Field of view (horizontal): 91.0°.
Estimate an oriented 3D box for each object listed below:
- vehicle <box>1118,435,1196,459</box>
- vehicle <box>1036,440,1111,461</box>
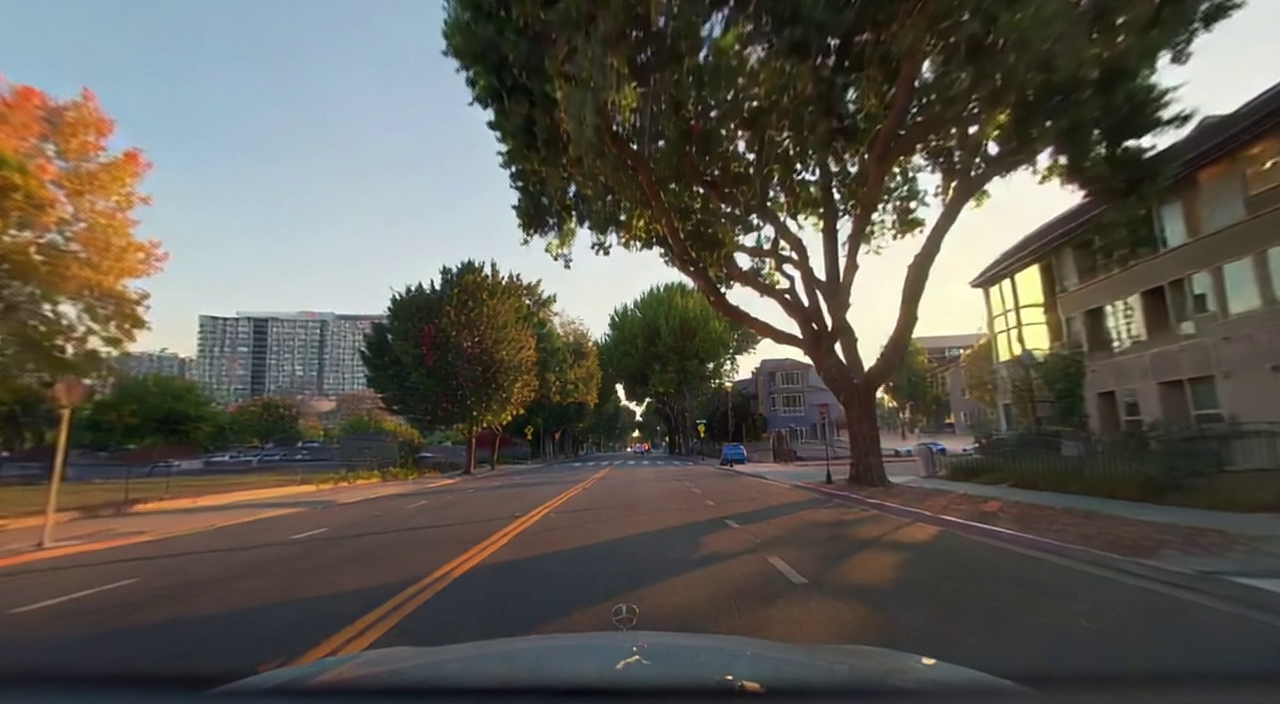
[{"bbox_3d":[39.440,7.250,48.088,4.244,1.673,1.871,-1,-9,-1],"label":"vehicle"},{"bbox_3d":[33.255,7.577,48.332,4.305,1.464,1.875,-1,-9,2],"label":"vehicle"}]
